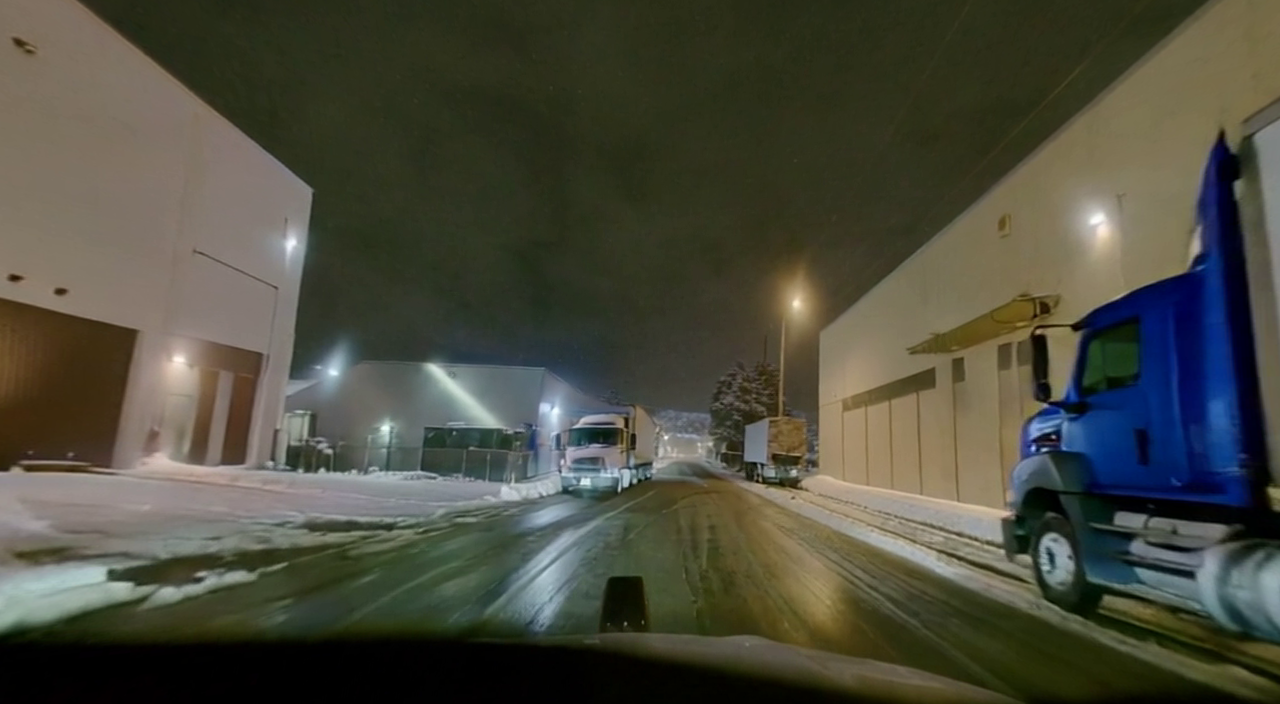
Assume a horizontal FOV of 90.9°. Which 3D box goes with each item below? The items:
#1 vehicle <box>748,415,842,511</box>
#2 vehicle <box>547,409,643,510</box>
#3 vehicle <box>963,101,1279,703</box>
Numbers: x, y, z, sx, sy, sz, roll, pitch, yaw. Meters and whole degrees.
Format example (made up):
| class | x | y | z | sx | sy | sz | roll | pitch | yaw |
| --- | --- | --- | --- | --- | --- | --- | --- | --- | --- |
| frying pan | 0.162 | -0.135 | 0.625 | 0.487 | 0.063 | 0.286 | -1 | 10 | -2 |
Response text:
| class | x | y | z | sx | sy | sz | roll | pitch | yaw |
| --- | --- | --- | --- | --- | --- | --- | --- | --- | --- |
| vehicle | 8.557 | 6.281 | 36.623 | 3.132 | 4.690 | 11.286 | -1 | -8 | 3 |
| vehicle | -1.899 | 5.141 | 30.722 | 3.111 | 4.217 | 7.722 | -1 | -9 | 7 |
| vehicle | 6.315 | 0.332 | 4.013 | 2.966 | 4.658 | 11.455 | -1 | -8 | 3 |
